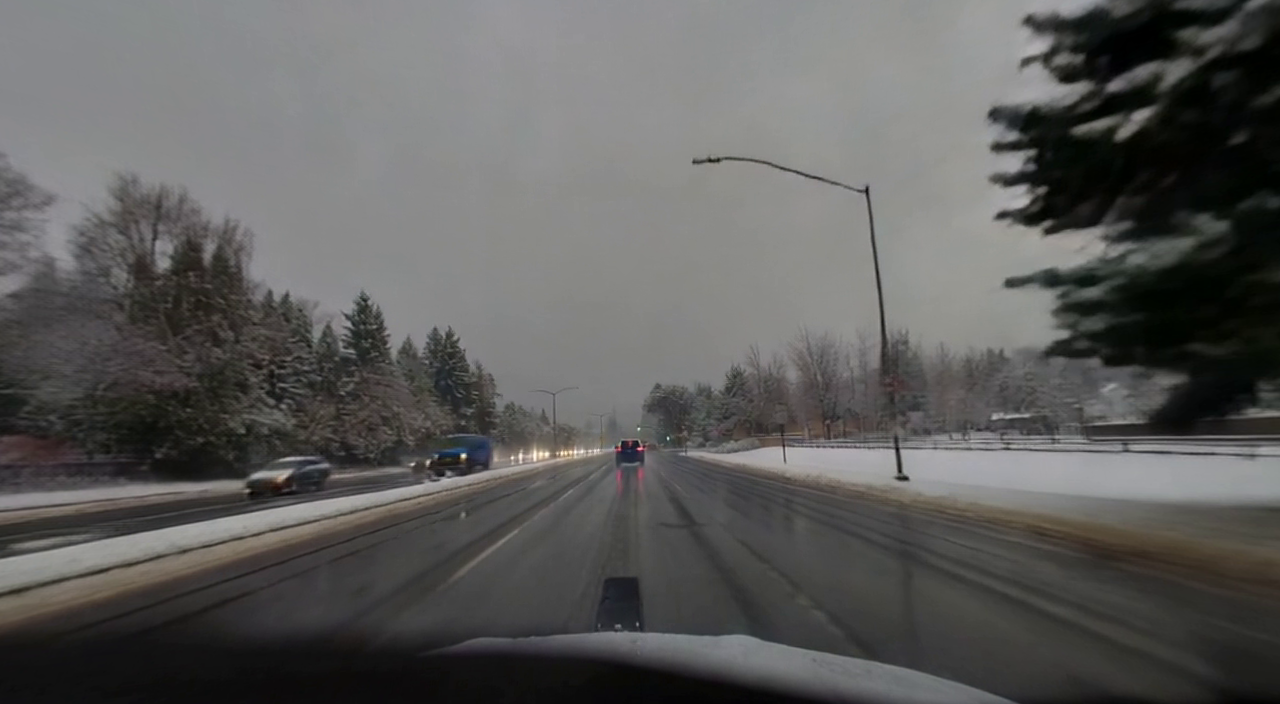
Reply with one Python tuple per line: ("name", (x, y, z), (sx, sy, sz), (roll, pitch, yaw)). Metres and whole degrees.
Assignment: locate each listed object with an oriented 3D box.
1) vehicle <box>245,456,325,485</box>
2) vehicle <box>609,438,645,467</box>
("vehicle", (-20.353, 6.803, 36.496), (2.018, 1.481, 4.687), (0, -9, -1))
("vehicle", (-0.776, 6.390, 40.139), (2.174, 1.703, 4.231), (0, -9, 0))
